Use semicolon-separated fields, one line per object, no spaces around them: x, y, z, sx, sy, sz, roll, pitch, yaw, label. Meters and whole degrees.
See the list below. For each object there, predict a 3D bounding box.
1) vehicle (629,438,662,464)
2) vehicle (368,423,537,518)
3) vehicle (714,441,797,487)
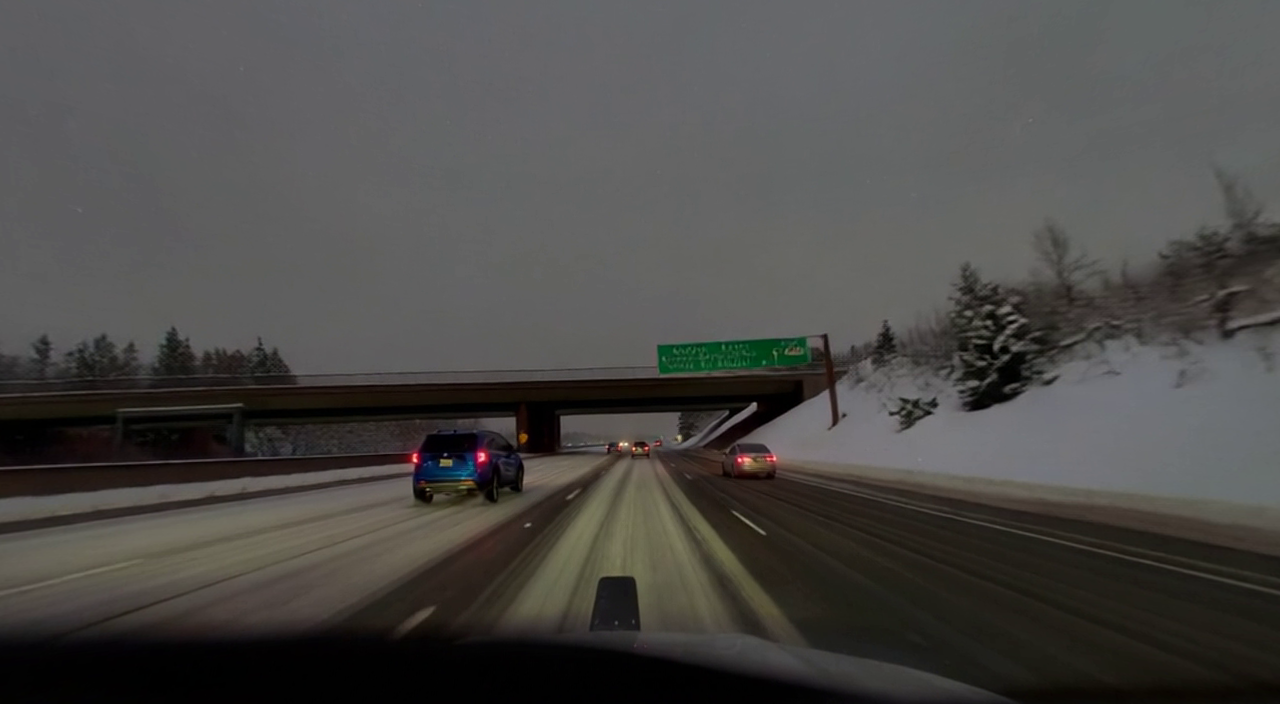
0.442;7.541;48.222;2.428;1.841;4.402;0;-8;1;vehicle
-3.614;2.375;13.127;2.193;1.641;4.077;0;-8;1;vehicle
3.949;3.901;22.394;2.083;1.453;4.307;0;-8;-1;vehicle
